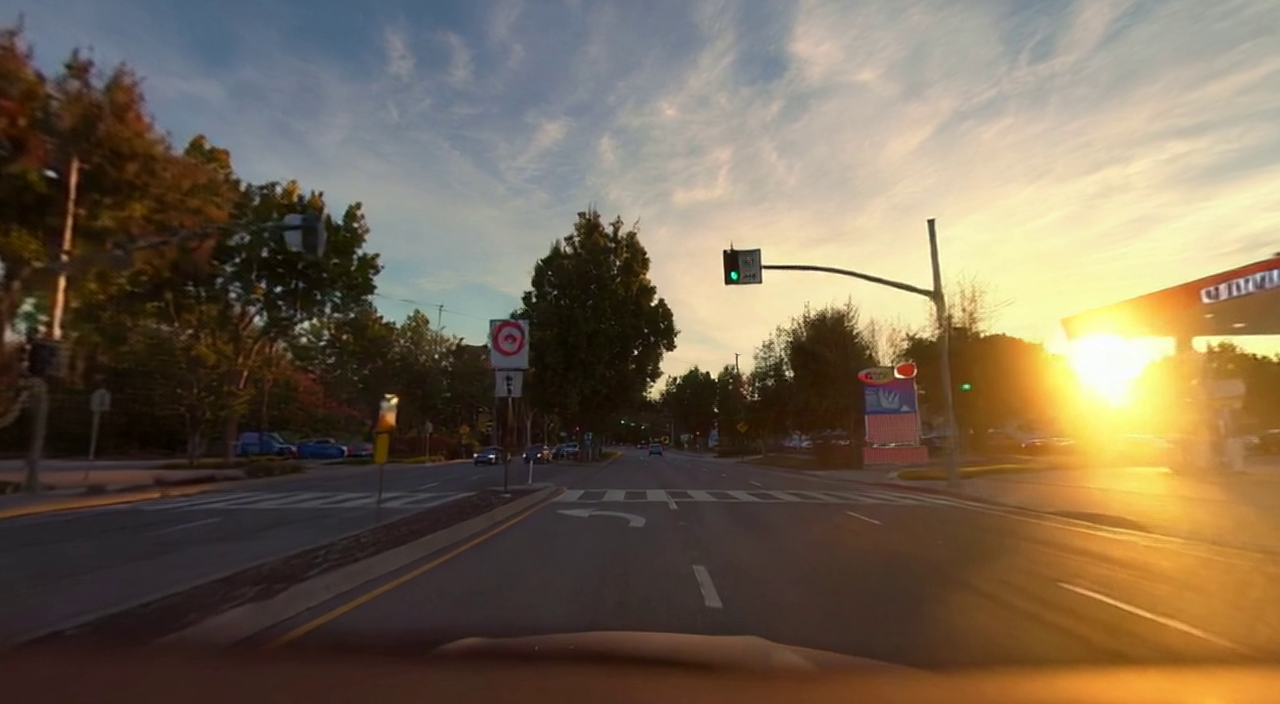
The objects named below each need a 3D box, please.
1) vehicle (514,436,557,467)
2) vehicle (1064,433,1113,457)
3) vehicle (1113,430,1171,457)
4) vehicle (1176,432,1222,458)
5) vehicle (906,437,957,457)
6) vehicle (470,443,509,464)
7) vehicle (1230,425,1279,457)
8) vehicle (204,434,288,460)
[{"bbox_3d":[-6.384,6.131,39.158,1.987,1.747,4.545,0,-8,-1],"label":"vehicle"},{"bbox_3d":[29.415,6.080,41.346,1.815,1.480,4.406,-8,-12,44],"label":"vehicle"},{"bbox_3d":[31.236,5.680,39.258,4.355,1.561,2.103,8,-11,-44],"label":"vehicle"},{"bbox_3d":[33.081,5.482,37.326,1.771,1.422,3.931,-8,-11,43],"label":"vehicle"},{"bbox_3d":[22.475,7.300,48.624,4.557,1.434,1.916,8,-12,-43],"label":"vehicle"},{"bbox_3d":[-11.371,7.704,48.009,1.909,1.469,4.370,0,-8,0],"label":"vehicle"},{"bbox_3d":[35.259,5.108,36.138,1.912,1.684,3.928,-8,-12,43],"label":"vehicle"},{"bbox_3d":[-28.401,6.828,45.598,4.938,1.778,1.954,6,-10,-36],"label":"vehicle"}]
